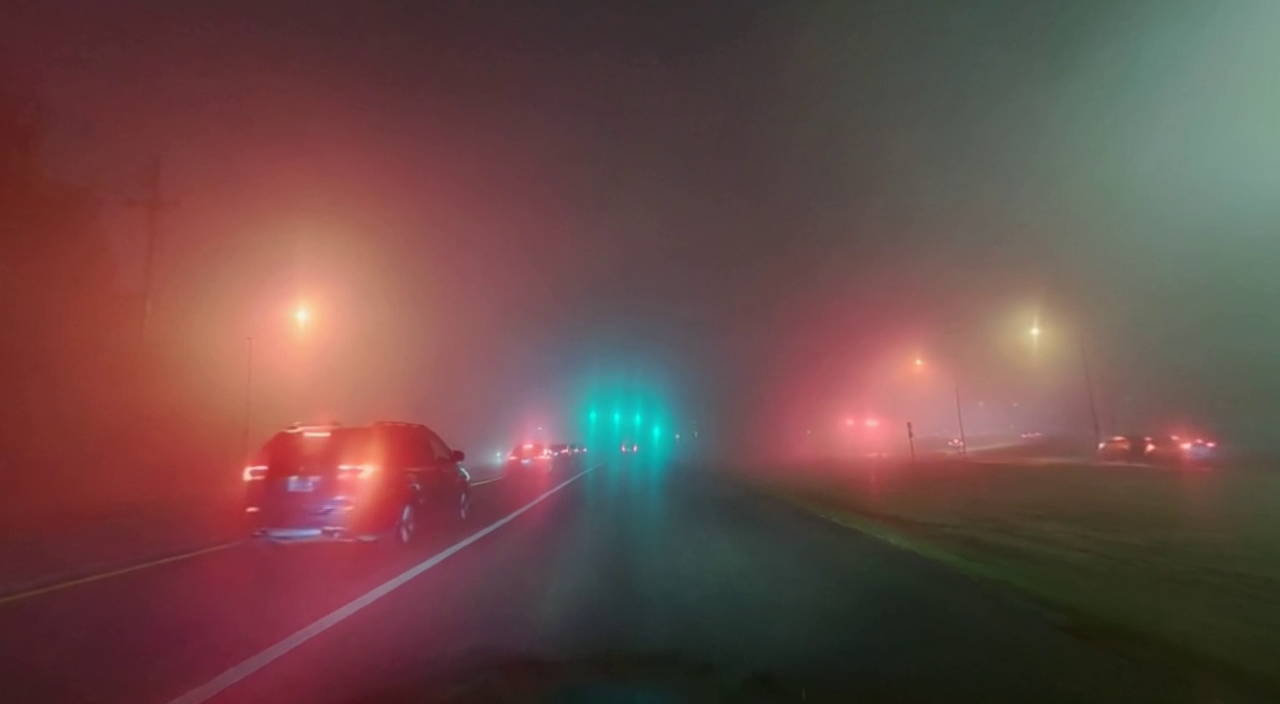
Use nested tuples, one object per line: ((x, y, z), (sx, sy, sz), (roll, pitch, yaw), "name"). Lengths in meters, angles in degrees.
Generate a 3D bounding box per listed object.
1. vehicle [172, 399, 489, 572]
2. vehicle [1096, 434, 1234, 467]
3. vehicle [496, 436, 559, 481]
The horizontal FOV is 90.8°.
((-3.797, 1.742, 8.939), (2.189, 1.807, 4.467), (0, -9, 0), "vehicle")
((33.429, 6.361, 40.703), (2.436, 1.877, 7.681), (1, -9, 1), "vehicle")
((-4.640, 4.458, 26.648), (2.041, 1.698, 4.094), (0, -9, -3), "vehicle")
